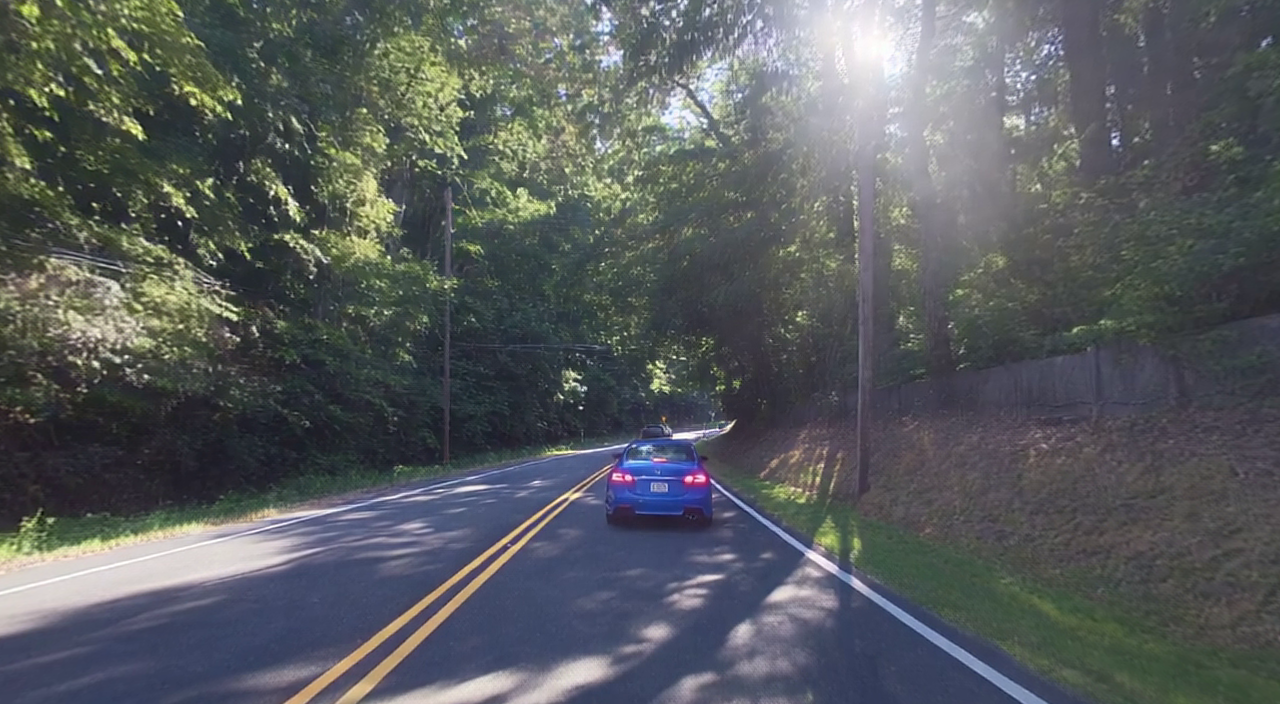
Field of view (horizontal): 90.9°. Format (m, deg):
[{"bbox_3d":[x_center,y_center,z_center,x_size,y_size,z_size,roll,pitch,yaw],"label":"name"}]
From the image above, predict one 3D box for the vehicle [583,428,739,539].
[{"bbox_3d":[0.306,2.124,10.766,2.187,1.533,3.726,0,-8,1],"label":"vehicle"}]
